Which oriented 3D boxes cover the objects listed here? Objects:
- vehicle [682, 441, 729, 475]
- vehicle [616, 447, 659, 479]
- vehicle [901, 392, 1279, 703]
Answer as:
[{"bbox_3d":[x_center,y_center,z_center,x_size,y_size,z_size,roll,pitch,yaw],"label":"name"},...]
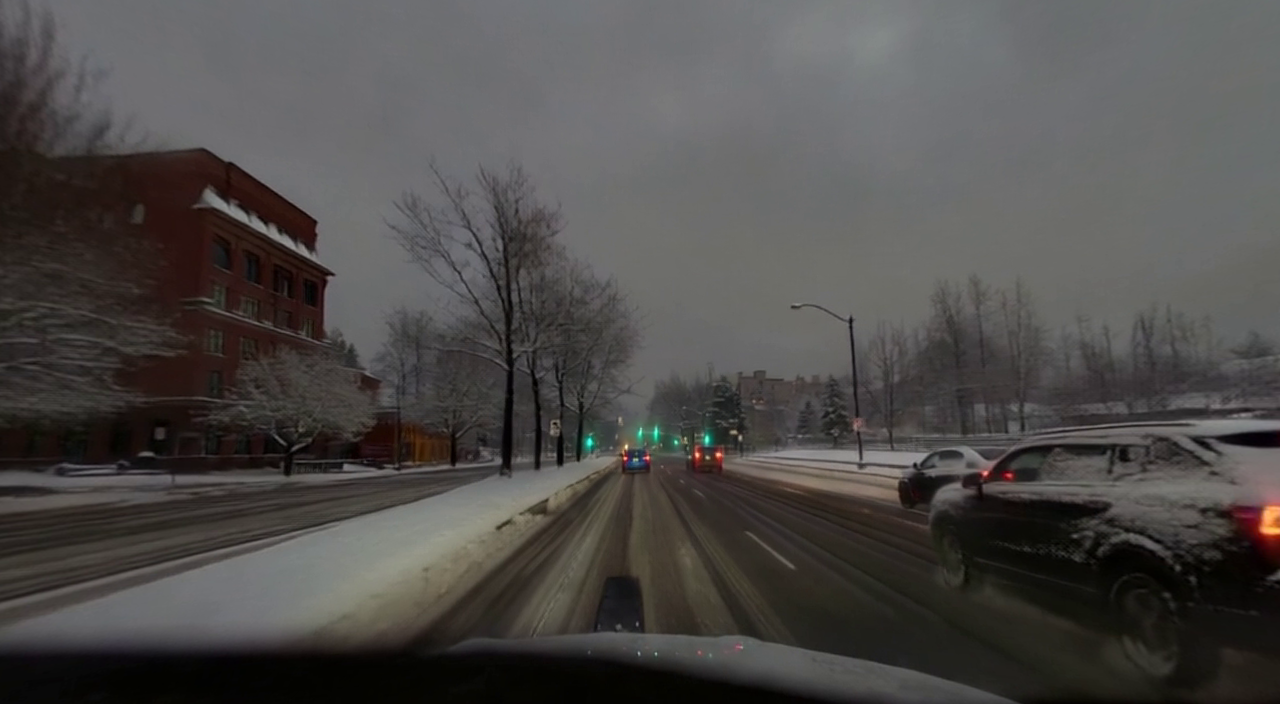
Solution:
[{"bbox_3d":[3.522,5.836,34.955,2.036,1.757,4.300,0,-9,-1],"label":"vehicle"},{"bbox_3d":[-0.143,5.587,32.078,2.054,1.446,3.969,-1,-9,-1],"label":"vehicle"},{"bbox_3d":[3.656,1.210,4.445,1.937,1.538,3.832,-1,-9,-1],"label":"vehicle"}]
